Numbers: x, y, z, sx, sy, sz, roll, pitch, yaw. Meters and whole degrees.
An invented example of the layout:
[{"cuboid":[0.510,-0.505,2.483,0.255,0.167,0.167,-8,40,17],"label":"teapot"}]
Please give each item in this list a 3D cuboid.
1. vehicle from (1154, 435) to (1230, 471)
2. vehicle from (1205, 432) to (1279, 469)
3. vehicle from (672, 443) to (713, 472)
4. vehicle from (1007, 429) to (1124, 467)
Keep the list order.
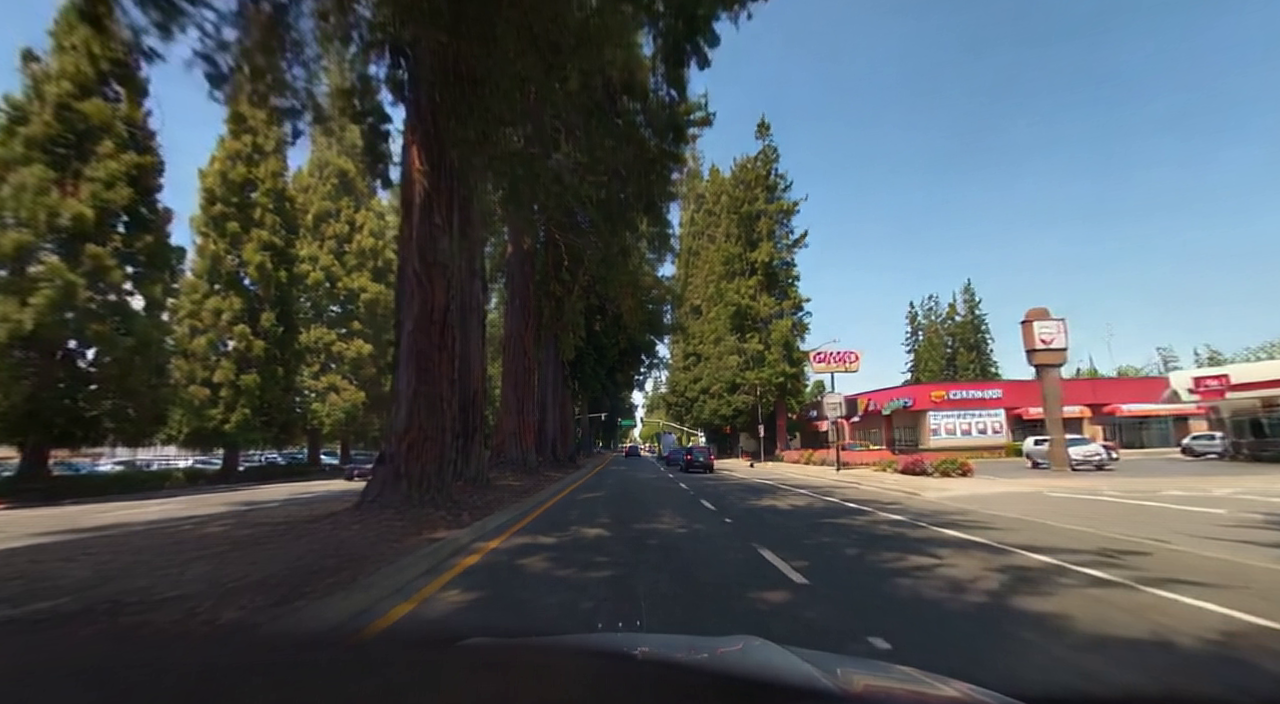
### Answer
[{"cuboid":[31.711,5.773,36.428,2.269,1.862,4.495,-3,-9,28],"label":"vehicle"},{"cuboid":[34.019,5.513,35.558,2.181,1.901,4.222,-4,-9,28],"label":"vehicle"},{"cuboid":[3.128,6.360,38.423,2.041,1.531,4.236,1,-8,-1],"label":"vehicle"},{"cuboid":[20.602,4.659,30.719,4.210,1.727,2.227,2,-7,-8],"label":"vehicle"}]
